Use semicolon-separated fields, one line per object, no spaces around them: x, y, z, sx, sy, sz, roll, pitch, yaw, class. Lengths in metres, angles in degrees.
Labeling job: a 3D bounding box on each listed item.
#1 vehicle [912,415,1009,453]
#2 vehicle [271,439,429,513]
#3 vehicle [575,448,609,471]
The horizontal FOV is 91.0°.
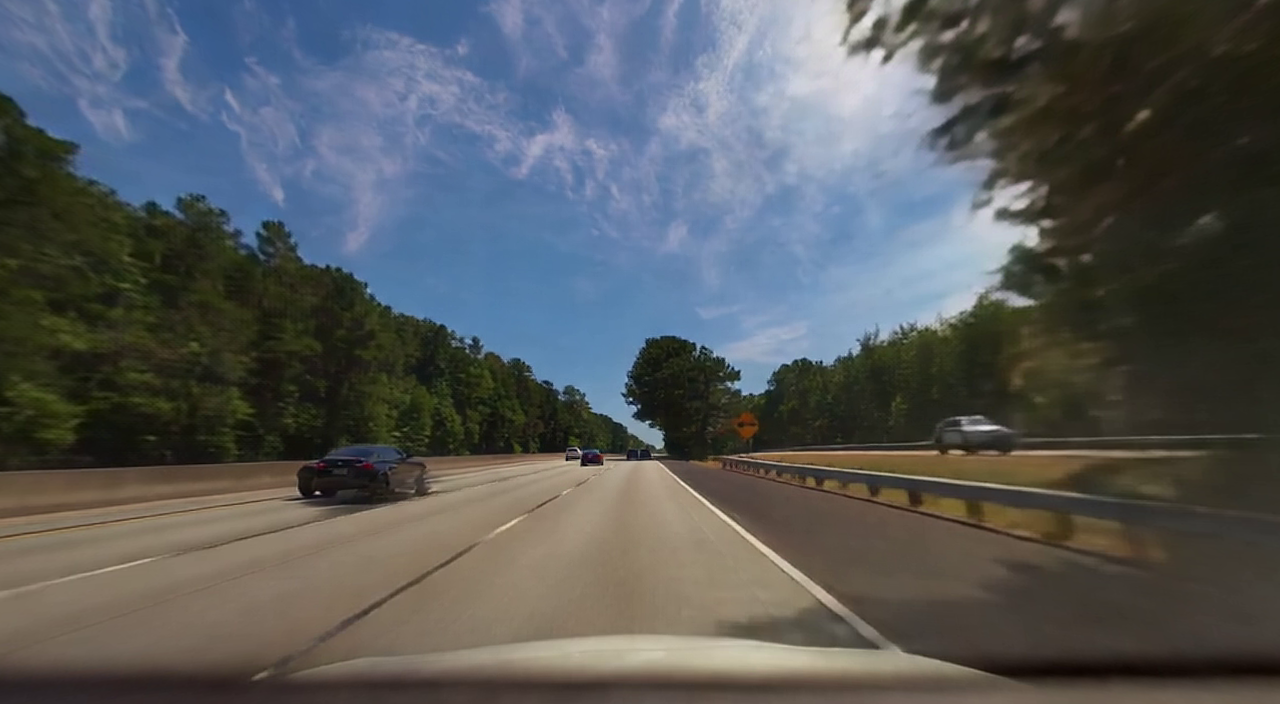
13.854;3.648;27.577;1.875;1.529;4.740;0;-9;2;vehicle
-7.168;3.089;16.149;2.007;1.616;4.141;0;-9;1;vehicle
-3.503;7.979;46.941;2.104;1.558;4.639;0;-9;0;vehicle
